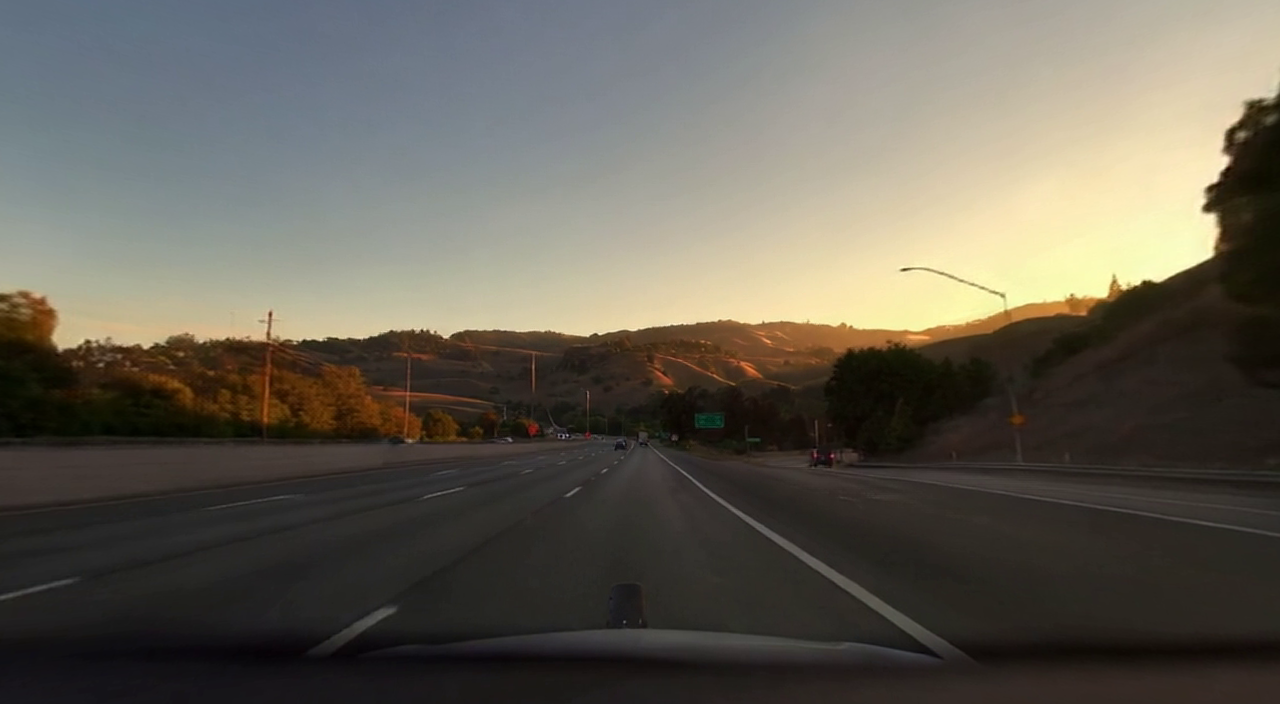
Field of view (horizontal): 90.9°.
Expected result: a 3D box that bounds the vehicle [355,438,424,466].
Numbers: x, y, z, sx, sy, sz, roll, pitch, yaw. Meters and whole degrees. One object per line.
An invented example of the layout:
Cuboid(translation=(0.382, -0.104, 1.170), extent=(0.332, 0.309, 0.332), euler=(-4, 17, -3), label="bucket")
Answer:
Cuboid(translation=(-16.741, 6.728, 42.511), extent=(2.236, 1.754, 5.703), euler=(0, -9, 1), label="vehicle")
